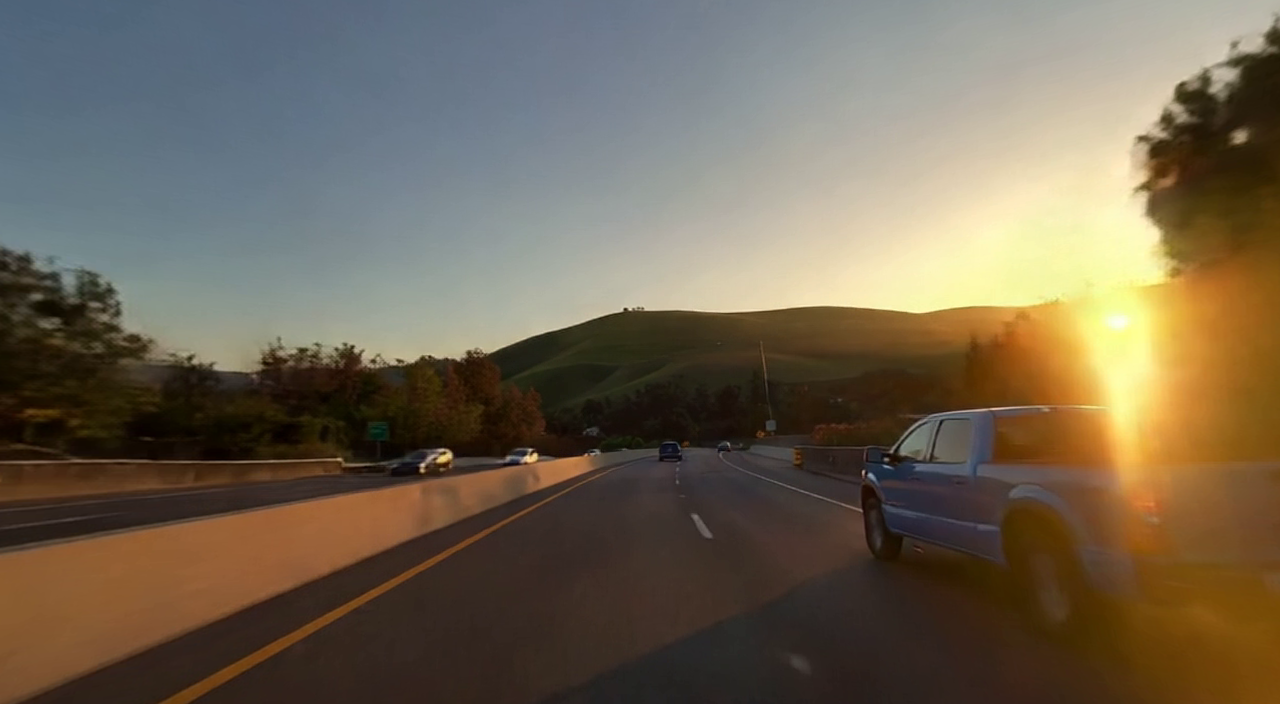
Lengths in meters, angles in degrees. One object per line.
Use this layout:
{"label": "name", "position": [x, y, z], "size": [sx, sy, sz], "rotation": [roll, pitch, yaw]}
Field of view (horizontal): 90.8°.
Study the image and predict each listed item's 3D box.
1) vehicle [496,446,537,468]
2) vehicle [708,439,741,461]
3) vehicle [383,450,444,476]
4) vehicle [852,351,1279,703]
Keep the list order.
{"label": "vehicle", "position": [-9.520, 8.146, 49.099], "size": [1.954, 1.605, 4.462], "rotation": [-1, -9, 4]}
{"label": "vehicle", "position": [6.601, 7.717, 49.725], "size": [2.249, 1.635, 4.118], "rotation": [-1, -9, 4]}
{"label": "vehicle", "position": [-13.824, 6.808, 38.899], "size": [1.849, 1.453, 4.470], "rotation": [-1, -9, 4]}
{"label": "vehicle", "position": [3.674, 1.208, 5.211], "size": [2.151, 1.744, 4.709], "rotation": [0, -9, -1]}
